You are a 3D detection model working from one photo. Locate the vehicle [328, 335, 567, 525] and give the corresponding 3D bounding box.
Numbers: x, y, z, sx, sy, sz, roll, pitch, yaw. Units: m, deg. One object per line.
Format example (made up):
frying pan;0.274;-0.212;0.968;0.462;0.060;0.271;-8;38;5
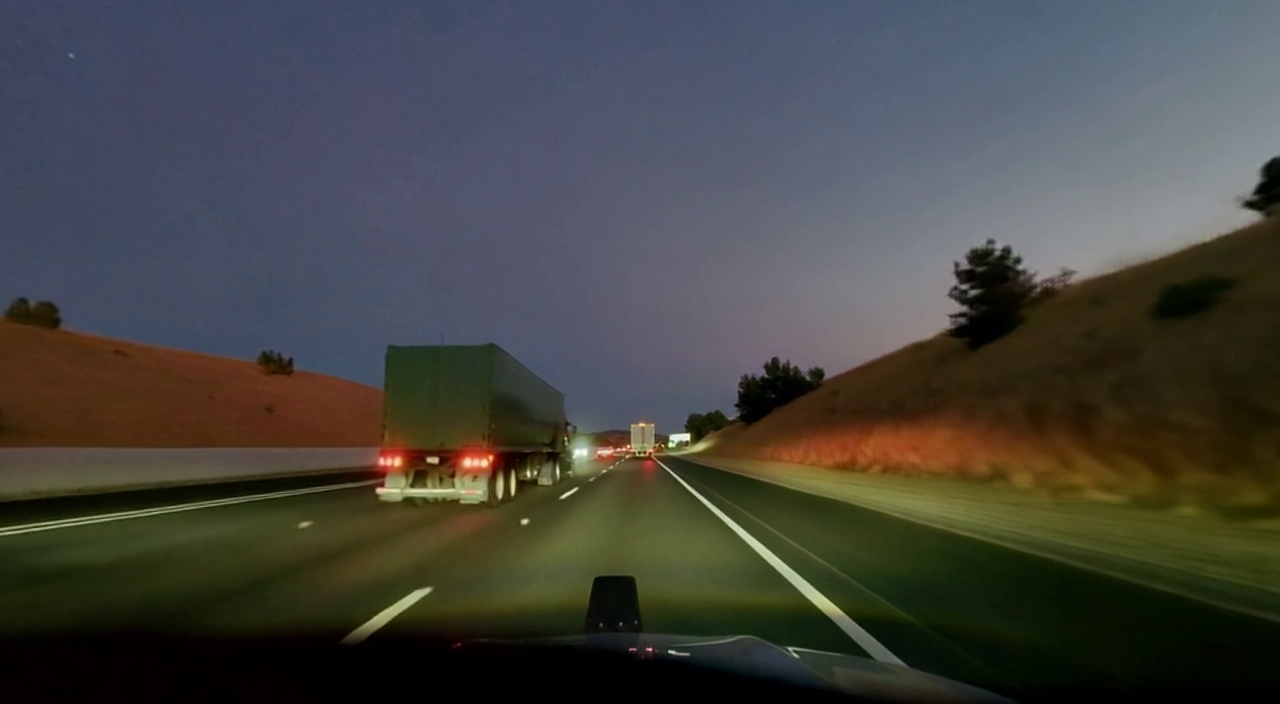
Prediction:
vehicle;-3.932;2.138;16.374;2.789;3.271;10.894;0;-9;0
